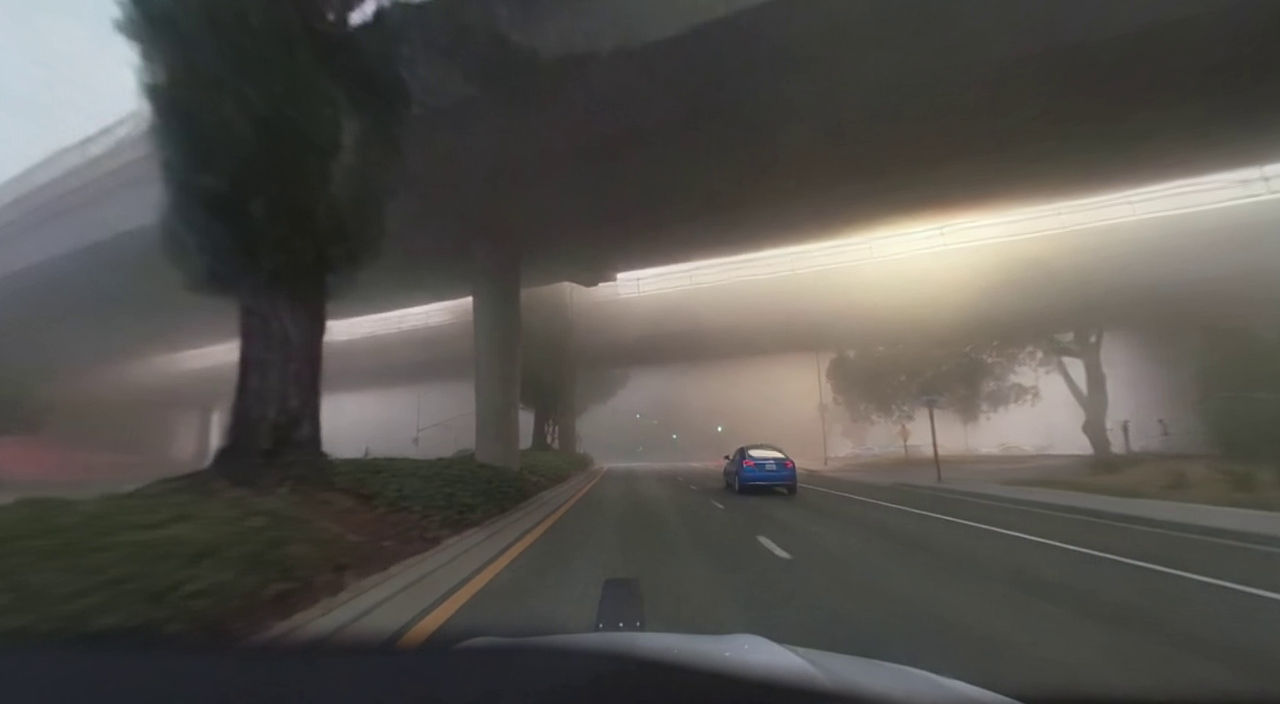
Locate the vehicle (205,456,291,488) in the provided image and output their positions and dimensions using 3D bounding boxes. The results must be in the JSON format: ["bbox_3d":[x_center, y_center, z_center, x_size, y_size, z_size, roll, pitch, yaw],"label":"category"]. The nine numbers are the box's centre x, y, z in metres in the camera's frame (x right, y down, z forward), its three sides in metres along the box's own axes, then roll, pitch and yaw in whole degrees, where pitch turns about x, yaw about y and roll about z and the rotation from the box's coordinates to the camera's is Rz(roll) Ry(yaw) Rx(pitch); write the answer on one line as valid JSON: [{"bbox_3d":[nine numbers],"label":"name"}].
[{"bbox_3d":[-21.074,6.429,34.198,1.946,1.502,4.195,0,-8,0],"label":"vehicle"}]

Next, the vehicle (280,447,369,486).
[{"bbox_3d":[-14.434,5.206,29.201,1.912,1.632,4.326,0,-8,0],"label":"vehicle"}]

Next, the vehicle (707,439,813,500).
[{"bbox_3d":[3.258,3.284,18.116,2.062,1.484,4.332,0,-8,-2],"label":"vehicle"}]
